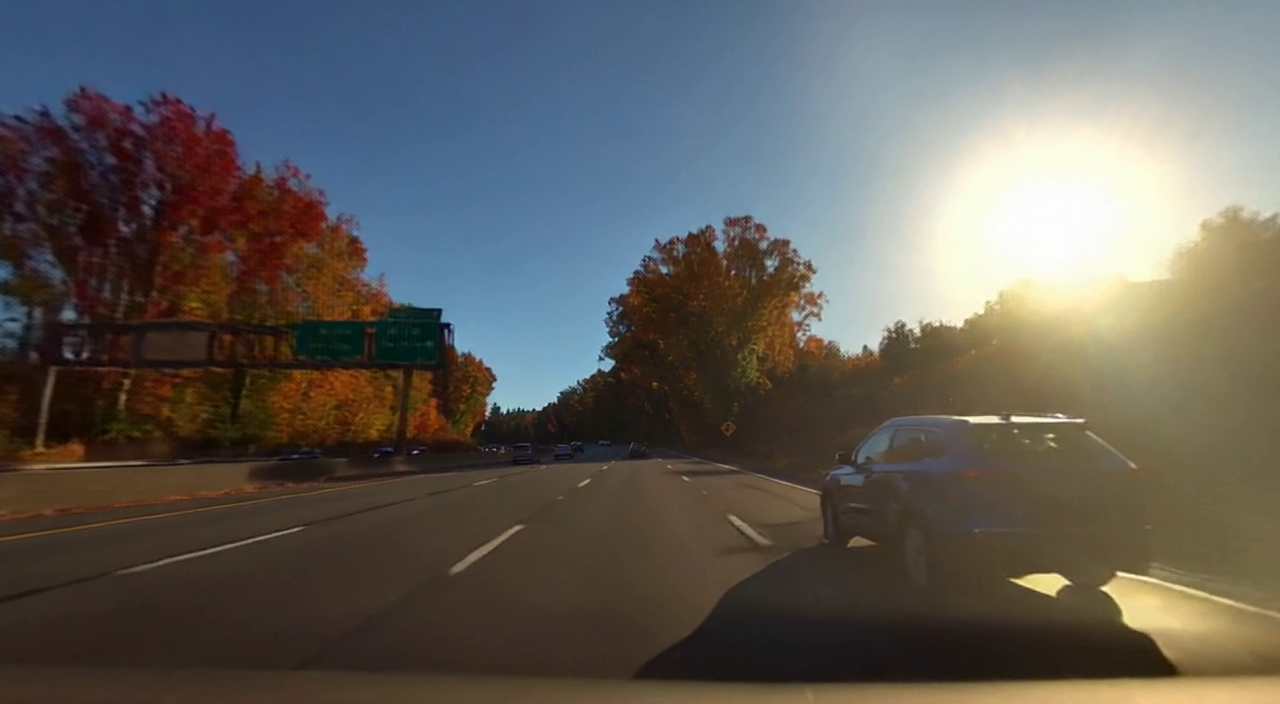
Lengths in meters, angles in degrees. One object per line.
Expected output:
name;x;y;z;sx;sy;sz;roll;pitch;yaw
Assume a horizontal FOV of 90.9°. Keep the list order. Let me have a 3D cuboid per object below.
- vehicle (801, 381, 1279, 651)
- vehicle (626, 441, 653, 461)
vehicle;3.225;1.348;6.193;2.120;1.706;4.226;0;-8;0
vehicle;-0.033;7.668;49.100;1.985;1.450;4.266;0;-8;0
